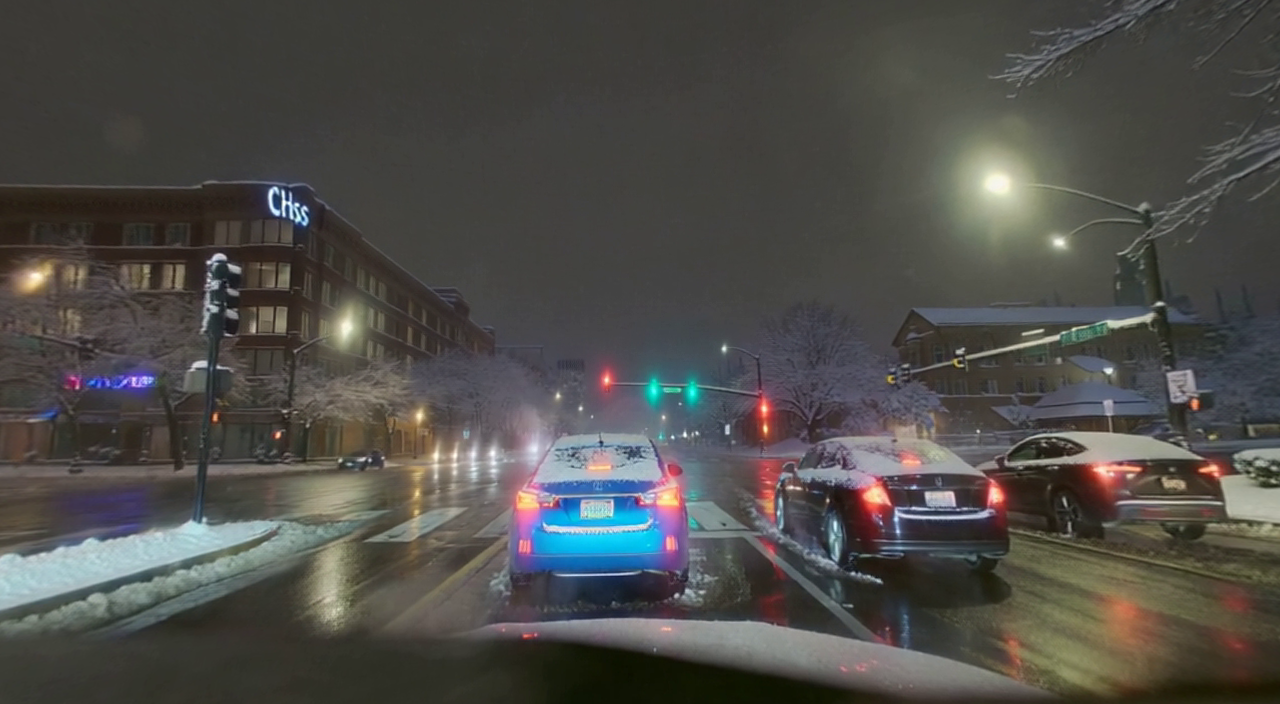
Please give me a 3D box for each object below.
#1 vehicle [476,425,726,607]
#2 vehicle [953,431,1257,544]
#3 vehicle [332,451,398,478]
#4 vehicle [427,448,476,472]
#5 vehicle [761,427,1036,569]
[{"bbox_3d":[-0.369,1.654,7.286,2.059,1.477,3.988,0,-8,-1],"label":"vehicle"},{"bbox_3d":[7.444,2.165,10.784,1.908,1.517,4.182,0,-8,-1],"label":"vehicle"},{"bbox_3d":[-16.781,6.874,38.736,2.048,1.463,4.530,0,-8,-1],"label":"vehicle"},{"bbox_3d":[-13.052,7.497,43.975,2.049,1.483,4.407,0,-8,0],"label":"vehicle"},{"bbox_3d":[3.215,1.888,8.967,2.042,1.508,4.109,0,-8,-2],"label":"vehicle"}]
